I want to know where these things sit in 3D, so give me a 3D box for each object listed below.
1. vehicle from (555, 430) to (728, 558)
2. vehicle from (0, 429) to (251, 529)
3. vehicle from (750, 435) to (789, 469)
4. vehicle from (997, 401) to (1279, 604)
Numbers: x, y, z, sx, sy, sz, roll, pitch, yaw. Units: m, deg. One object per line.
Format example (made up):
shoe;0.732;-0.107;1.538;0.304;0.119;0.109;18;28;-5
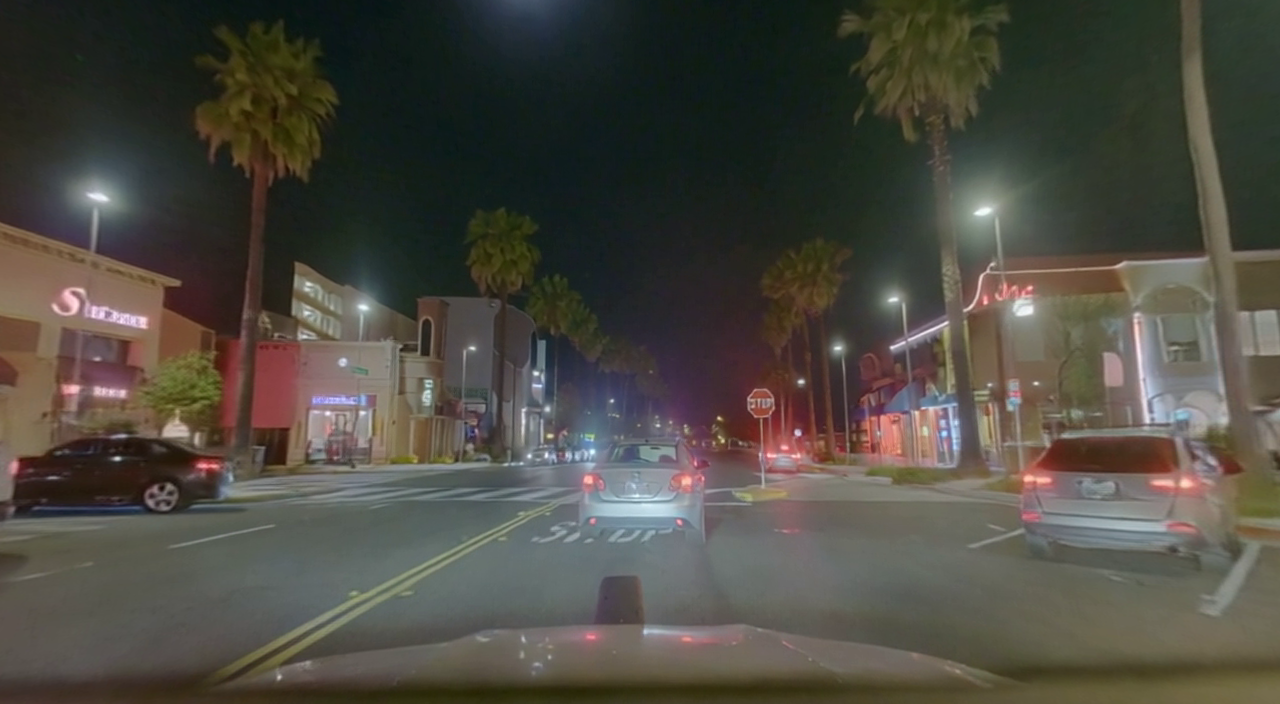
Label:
vehicle;0.146;1.975;9.471;2.031;1.479;3.969;-1;-9;4
vehicle;-10.724;2.500;12.907;2.089;1.731;4.223;-9;-12;44
vehicle;9.769;7.506;47.690;2.467;2.369;1.577;4;-9;-37
vehicle;6.161;1.584;7.552;4.623;1.650;1.937;8;-12;-43
